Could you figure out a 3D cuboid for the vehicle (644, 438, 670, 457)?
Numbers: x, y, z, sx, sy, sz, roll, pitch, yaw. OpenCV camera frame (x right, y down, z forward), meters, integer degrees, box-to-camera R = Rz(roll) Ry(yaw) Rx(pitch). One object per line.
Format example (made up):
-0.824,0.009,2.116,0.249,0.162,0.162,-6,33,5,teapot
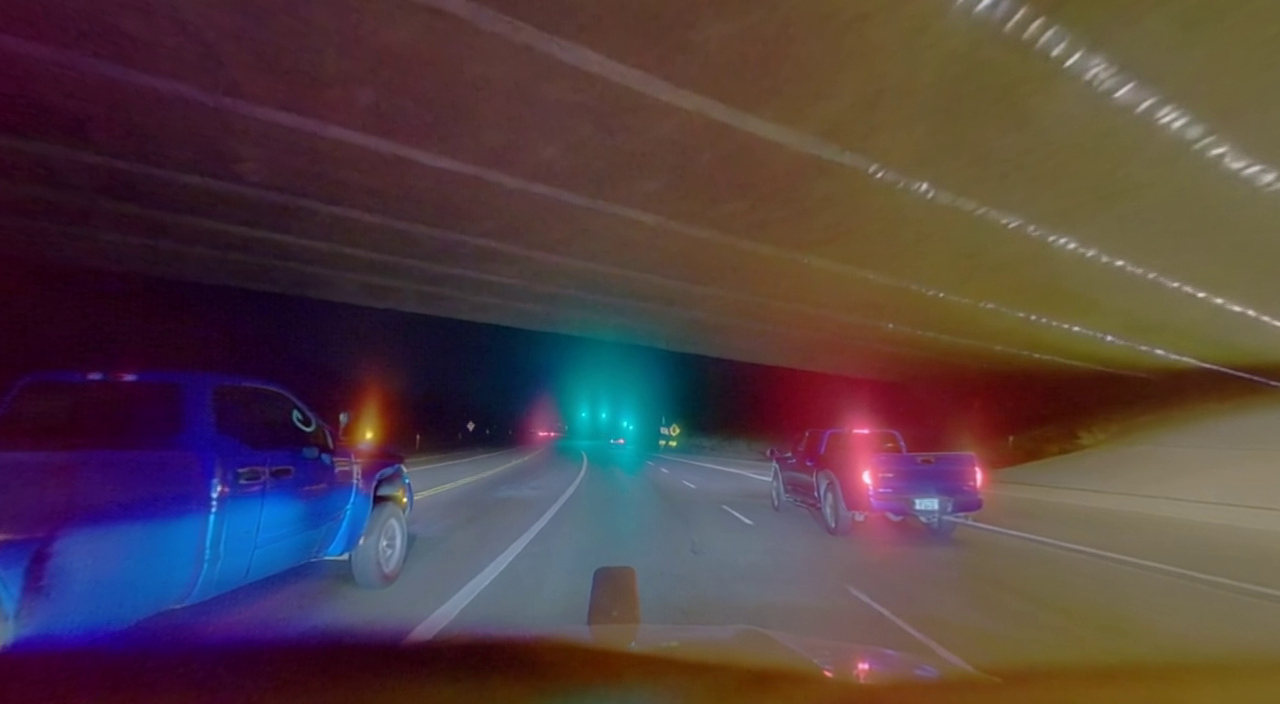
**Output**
1.391,7.547,49.845,1.947,1.475,3.962,-1,-8,3,vehicle
